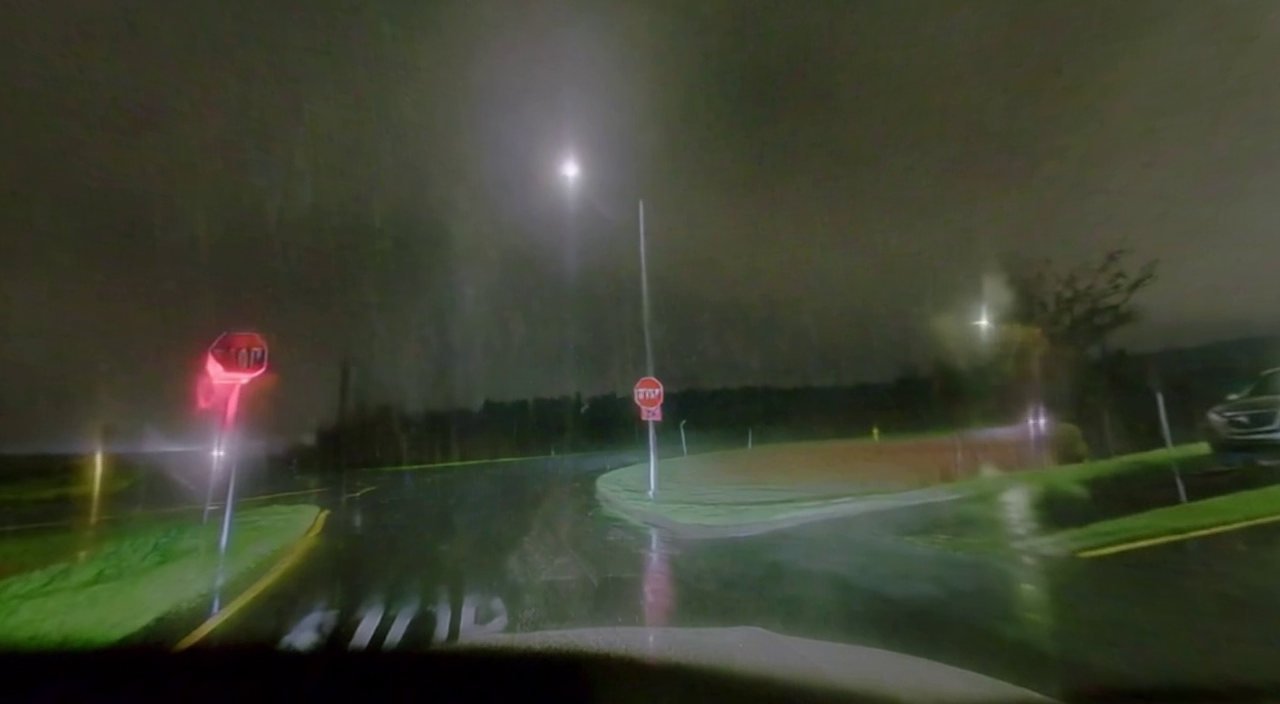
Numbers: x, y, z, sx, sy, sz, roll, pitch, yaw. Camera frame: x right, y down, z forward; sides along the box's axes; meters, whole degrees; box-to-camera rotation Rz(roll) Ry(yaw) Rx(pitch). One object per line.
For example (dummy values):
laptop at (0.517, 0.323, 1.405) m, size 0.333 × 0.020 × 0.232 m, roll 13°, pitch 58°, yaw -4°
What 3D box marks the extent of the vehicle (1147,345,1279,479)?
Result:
vehicle at (10.065, 0.572, 8.833) m, size 4.403 × 1.574 × 1.914 m, roll -9°, pitch -7°, yaw -11°
